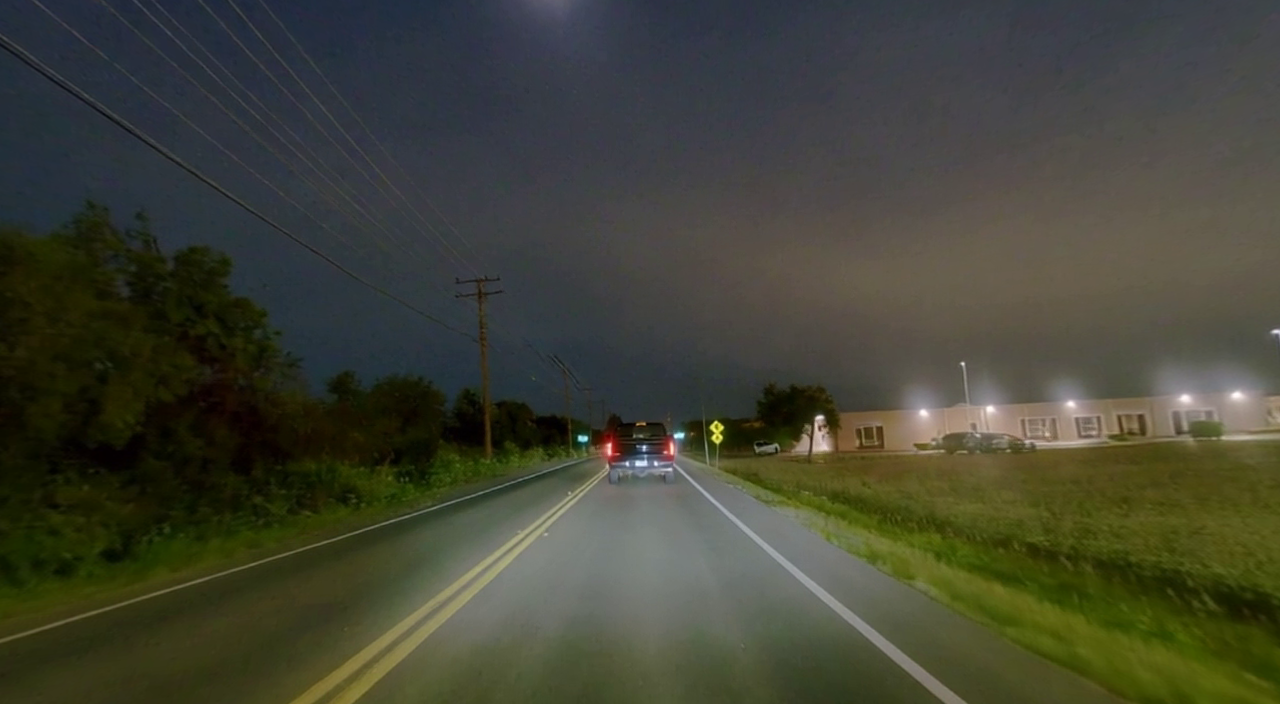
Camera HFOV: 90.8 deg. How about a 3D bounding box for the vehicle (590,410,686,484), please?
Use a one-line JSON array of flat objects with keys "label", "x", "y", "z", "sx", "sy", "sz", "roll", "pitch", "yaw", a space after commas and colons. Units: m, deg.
[{"label": "vehicle", "x": -0.098, "y": 3.569, "z": 23.870, "sx": 3.021, "sy": 2.326, "sz": 7.410, "roll": 0, "pitch": -8, "yaw": -1}]
